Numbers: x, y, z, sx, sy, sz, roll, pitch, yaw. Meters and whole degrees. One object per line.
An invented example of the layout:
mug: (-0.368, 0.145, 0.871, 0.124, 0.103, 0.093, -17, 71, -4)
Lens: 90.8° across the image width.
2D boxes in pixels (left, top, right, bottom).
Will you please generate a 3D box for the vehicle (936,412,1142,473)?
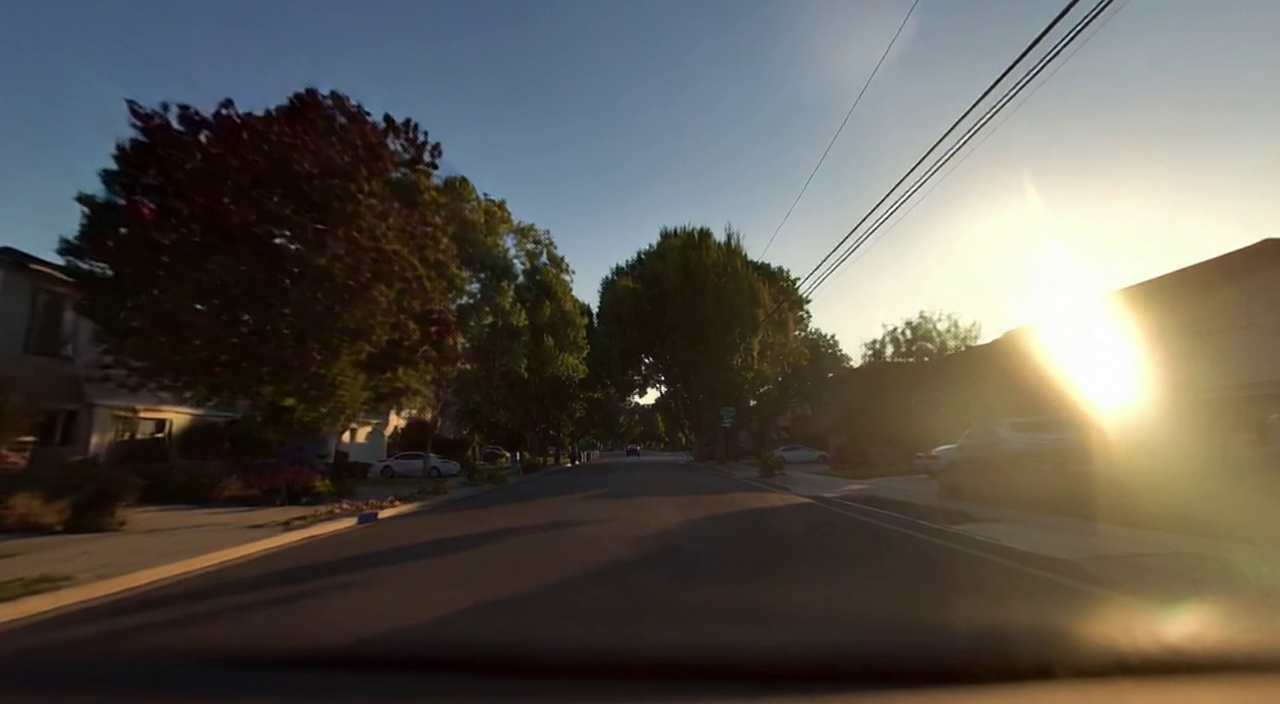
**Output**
vehicle: (12.776, 2.943, 20.556, 5.049, 1.845, 2.327, 0, -9, 0)

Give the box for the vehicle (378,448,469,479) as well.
vehicle: (-13.232, 6.797, 38.842, 4.887, 1.788, 2.006, 0, -8, -3)

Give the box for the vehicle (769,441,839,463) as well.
vehicle: (12.003, 7.341, 46.348, 4.626, 1.541, 1.866, 1, -9, -2)
